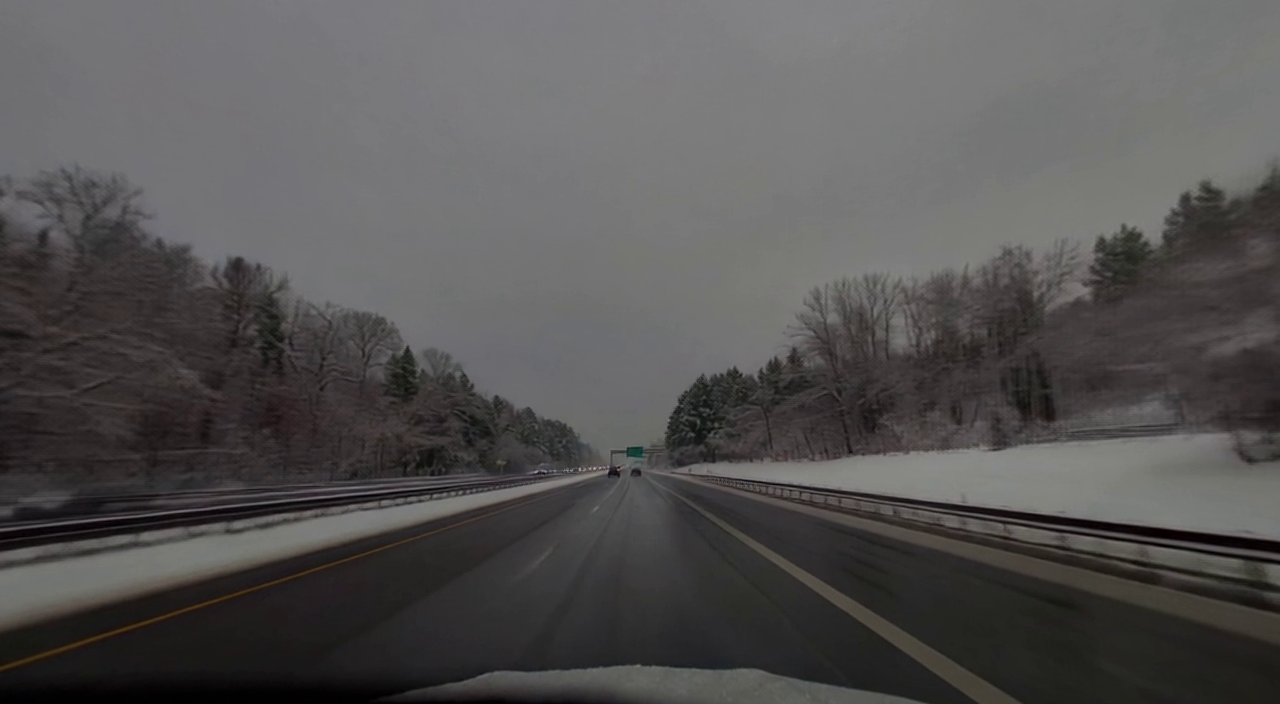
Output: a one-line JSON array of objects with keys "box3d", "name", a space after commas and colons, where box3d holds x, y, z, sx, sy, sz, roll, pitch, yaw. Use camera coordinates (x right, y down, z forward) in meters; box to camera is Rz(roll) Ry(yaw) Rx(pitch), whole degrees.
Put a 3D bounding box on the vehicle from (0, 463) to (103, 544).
[{"box3d": [-12.446, 2.717, 11.326, 1.838, 1.433, 4.200, 1, -10, 0], "name": "vehicle"}]
